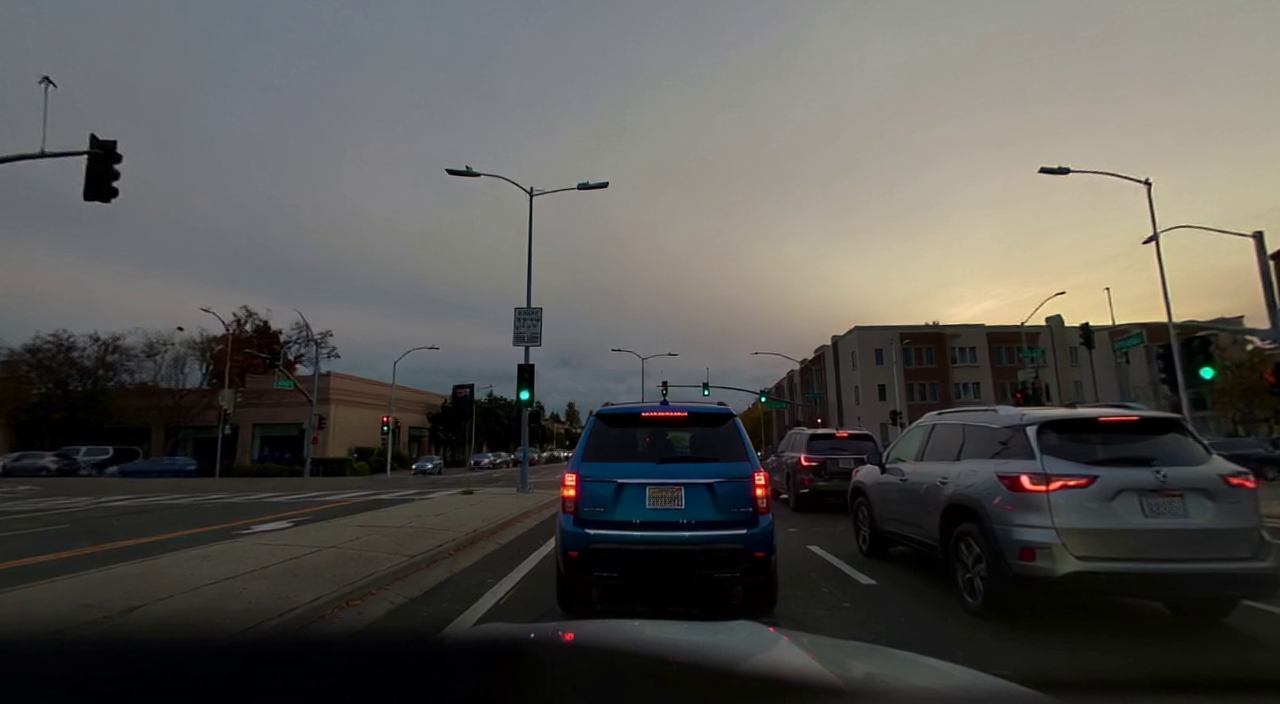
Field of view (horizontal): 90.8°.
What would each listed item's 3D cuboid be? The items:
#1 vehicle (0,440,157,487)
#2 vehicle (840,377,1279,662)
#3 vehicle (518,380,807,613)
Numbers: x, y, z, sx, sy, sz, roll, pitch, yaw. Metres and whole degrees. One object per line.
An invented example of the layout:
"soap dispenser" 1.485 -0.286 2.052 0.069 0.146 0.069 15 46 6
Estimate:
"vehicle" -24.555 4.838 27.549 5.062 1.946 2.243 0 -9 -1
"vehicle" 3.559 1.325 6.010 2.018 1.701 4.288 0 -9 2
"vehicle" 0.219 1.476 7.308 2.292 1.840 4.394 0 -9 1
